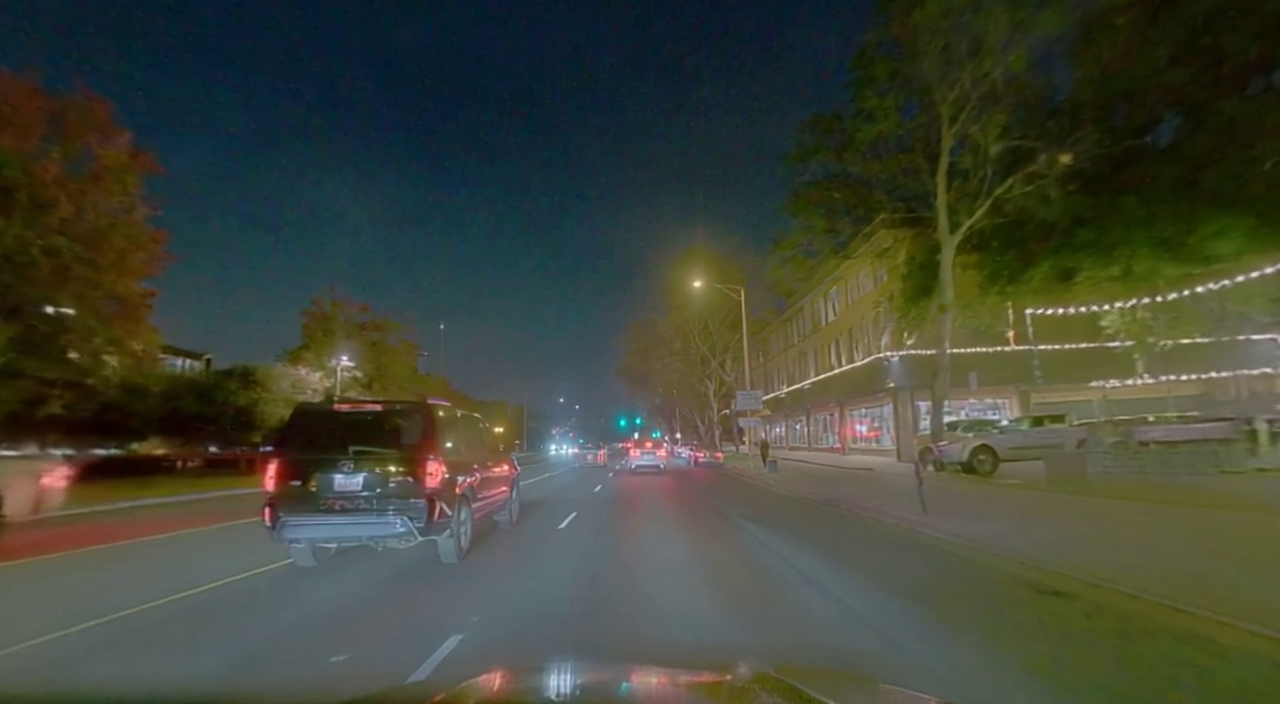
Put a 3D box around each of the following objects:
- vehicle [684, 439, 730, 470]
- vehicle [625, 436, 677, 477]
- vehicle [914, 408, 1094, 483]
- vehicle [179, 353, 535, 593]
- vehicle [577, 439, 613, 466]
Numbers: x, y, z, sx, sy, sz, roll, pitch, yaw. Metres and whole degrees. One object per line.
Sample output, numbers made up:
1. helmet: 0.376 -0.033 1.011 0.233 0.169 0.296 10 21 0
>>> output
1. vehicle: 3.773 5.842 36.187 1.947 1.646 4.782 0 -9 -2
2. vehicle: 0.441 4.628 28.140 2.126 1.657 4.132 0 -9 0
3. vehicle: 10.581 2.820 19.103 2.062 1.897 5.751 0 -8 1
4. vehicle: -2.931 1.452 8.231 2.213 2.123 5.124 0 -9 0
5. vehicle: -2.877 6.576 41.318 2.028 1.689 4.162 0 -9 1
